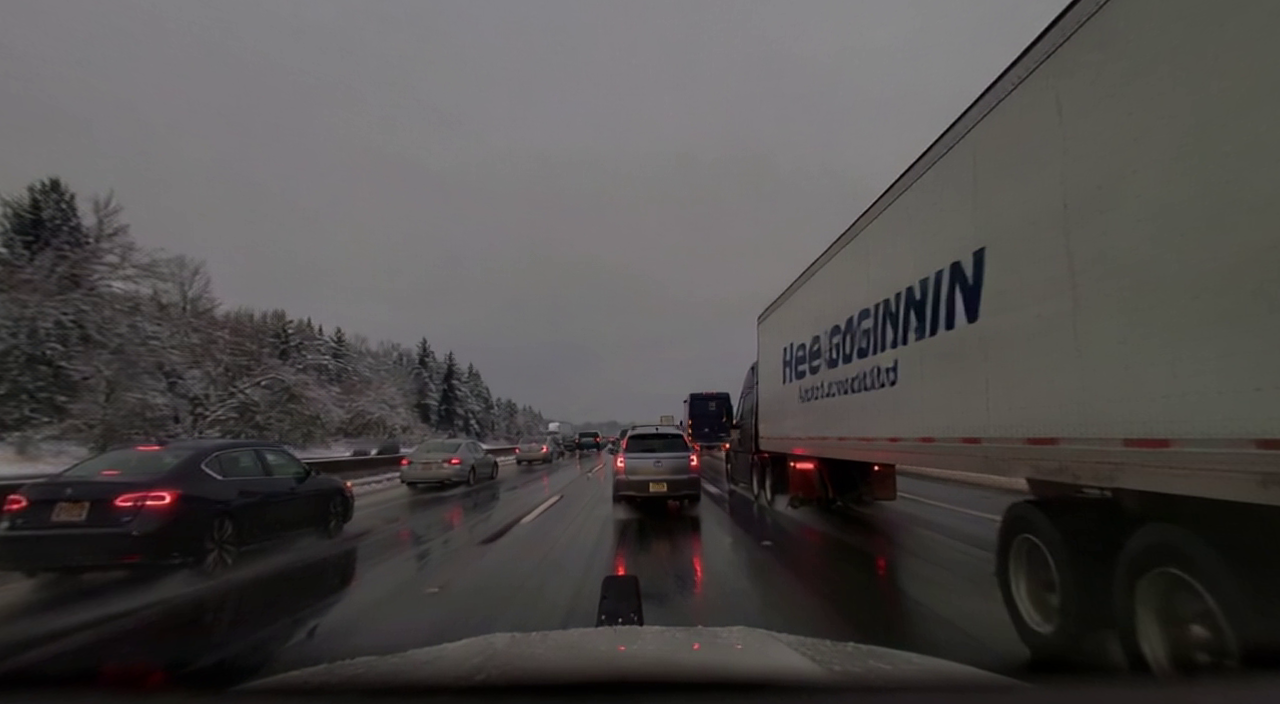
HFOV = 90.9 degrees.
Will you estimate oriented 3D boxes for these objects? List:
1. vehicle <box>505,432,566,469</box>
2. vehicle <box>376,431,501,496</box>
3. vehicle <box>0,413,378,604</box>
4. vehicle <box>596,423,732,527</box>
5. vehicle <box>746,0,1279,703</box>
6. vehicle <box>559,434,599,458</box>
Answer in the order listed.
[{"bbox_3d":[-4.537,4.339,28.035,1.887,1.493,4.411,0,-8,1],"label":"vehicle"},{"bbox_3d":[-5.032,2.815,16.380,1.880,1.458,3.978,0,-8,1],"label":"vehicle"},{"bbox_3d":[-4.586,1.505,6.941,1.821,1.514,3.677,0,-8,0],"label":"vehicle"},{"bbox_3d":[0.328,2.036,11.011,1.973,1.505,3.568,0,-8,-1],"label":"vehicle"},{"bbox_3d":[4.009,0.346,7.822,2.817,3.989,14.321,0,-8,0],"label":"vehicle"},{"bbox_3d":[-3.836,5.964,40.174,2.005,1.475,4.466,0,-8,2],"label":"vehicle"}]
